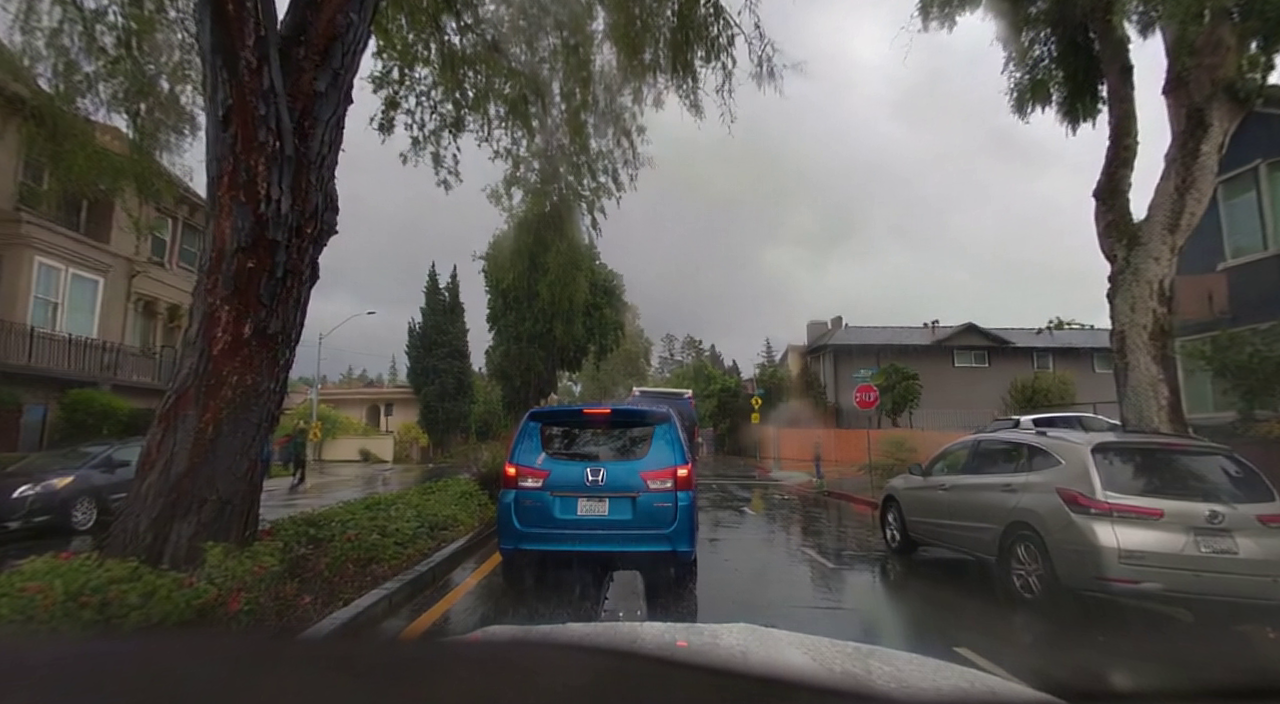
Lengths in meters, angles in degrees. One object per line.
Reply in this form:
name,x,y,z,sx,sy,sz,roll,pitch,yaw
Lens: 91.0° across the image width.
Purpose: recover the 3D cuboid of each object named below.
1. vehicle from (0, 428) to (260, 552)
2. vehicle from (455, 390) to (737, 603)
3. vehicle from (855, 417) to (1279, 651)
vehicle,-8.293,2.021,10.058,1.825,1.532,4.083,-3,-7,2
vehicle,-0.388,1.570,7.739,2.377,1.787,4.652,0,-8,-1
vehicle,4.217,1.681,6.910,1.959,1.581,4.731,4,-9,-2
